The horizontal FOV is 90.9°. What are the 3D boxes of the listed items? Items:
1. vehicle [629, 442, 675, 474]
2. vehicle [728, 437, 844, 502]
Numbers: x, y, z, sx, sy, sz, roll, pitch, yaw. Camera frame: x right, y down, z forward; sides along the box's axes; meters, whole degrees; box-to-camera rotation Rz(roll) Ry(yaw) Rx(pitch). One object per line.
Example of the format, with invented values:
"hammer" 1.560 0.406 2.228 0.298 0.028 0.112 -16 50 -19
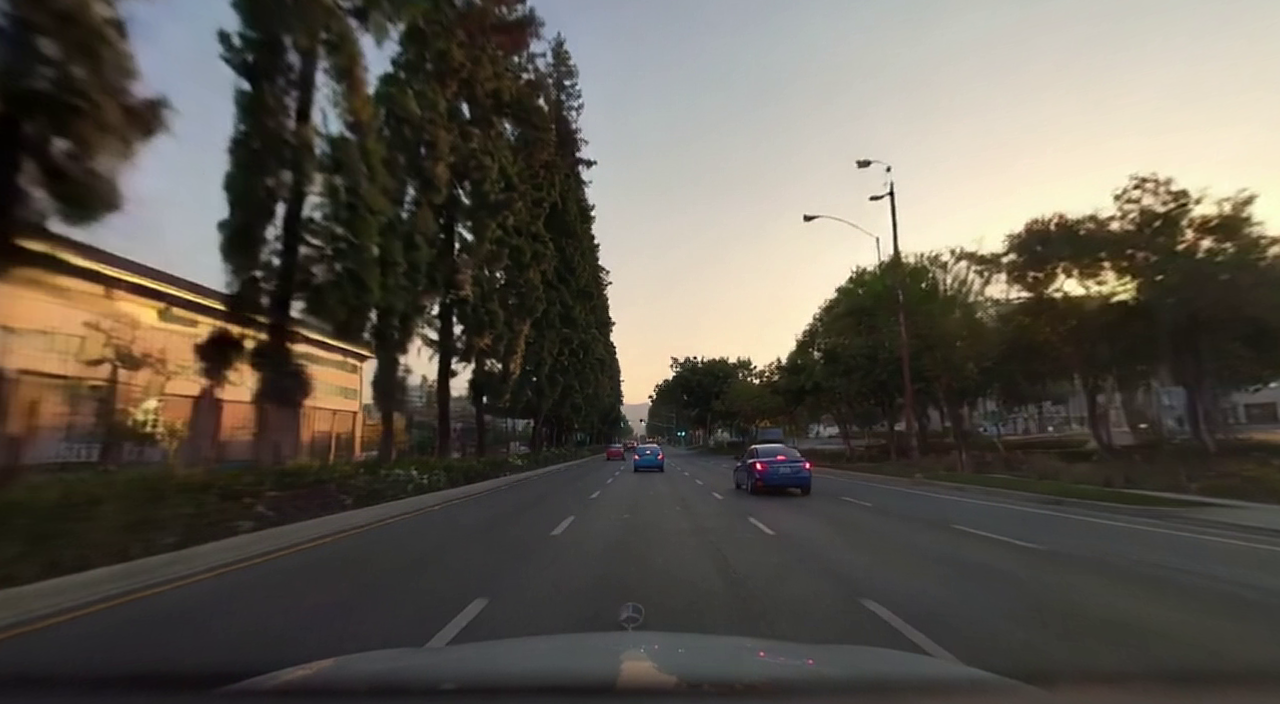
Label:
"vehicle" 0.560 5.313 31.899 2.144 1.505 4.128 0 -8 0
"vehicle" 3.739 3.085 17.008 2.067 1.497 4.327 0 -8 0
